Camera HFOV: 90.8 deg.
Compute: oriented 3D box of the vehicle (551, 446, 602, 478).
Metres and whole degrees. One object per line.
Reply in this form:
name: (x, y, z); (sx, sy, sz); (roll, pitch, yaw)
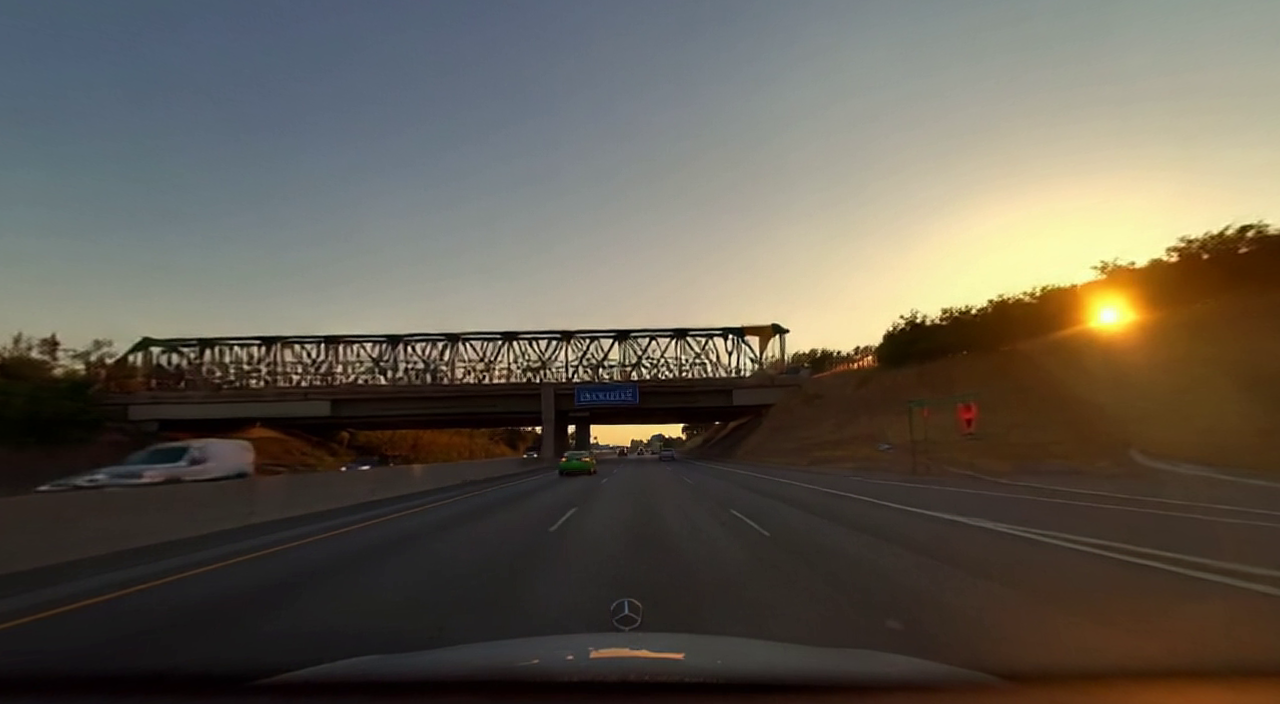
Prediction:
vehicle: (-3.247, 5.729, 33.140); (2.180, 1.537, 4.459); (0, -9, 0)
